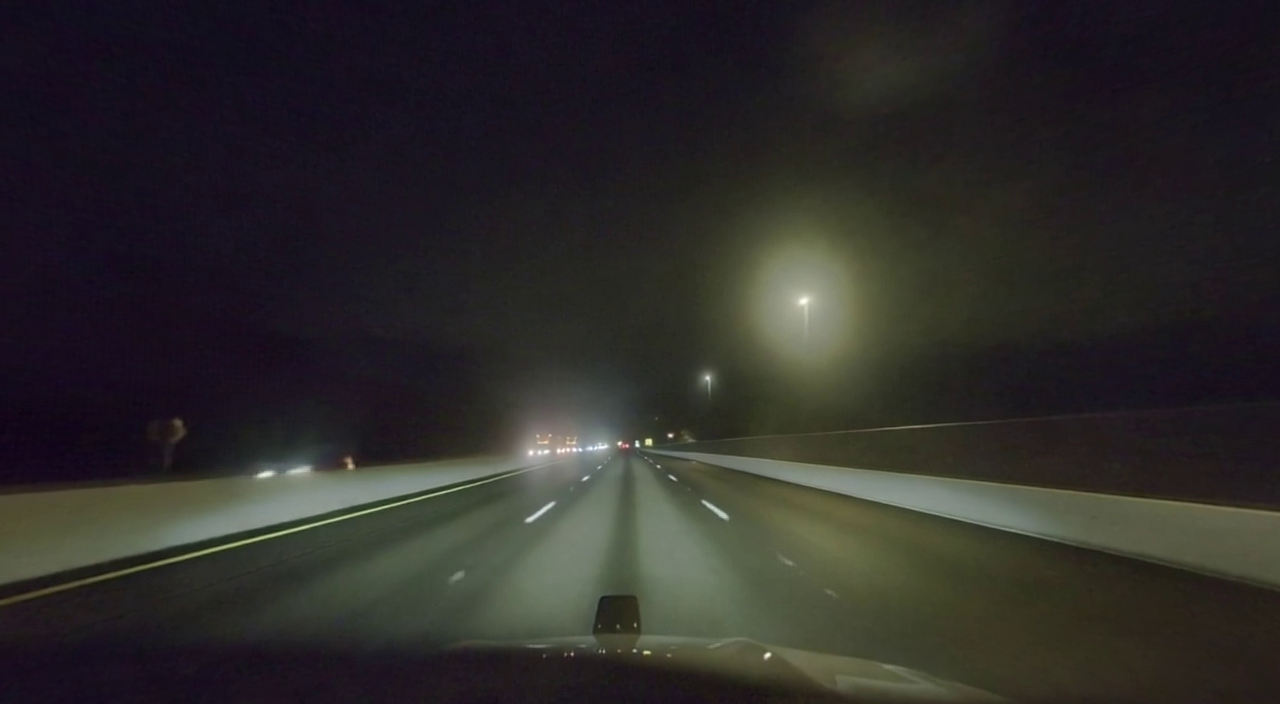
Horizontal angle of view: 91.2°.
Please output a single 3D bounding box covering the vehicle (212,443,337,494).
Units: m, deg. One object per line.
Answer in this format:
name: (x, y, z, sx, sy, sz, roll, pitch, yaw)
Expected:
vehicle: (-13.082, 4.162, 22.822, 1.996, 1.607, 4.589, 0, -9, -3)
